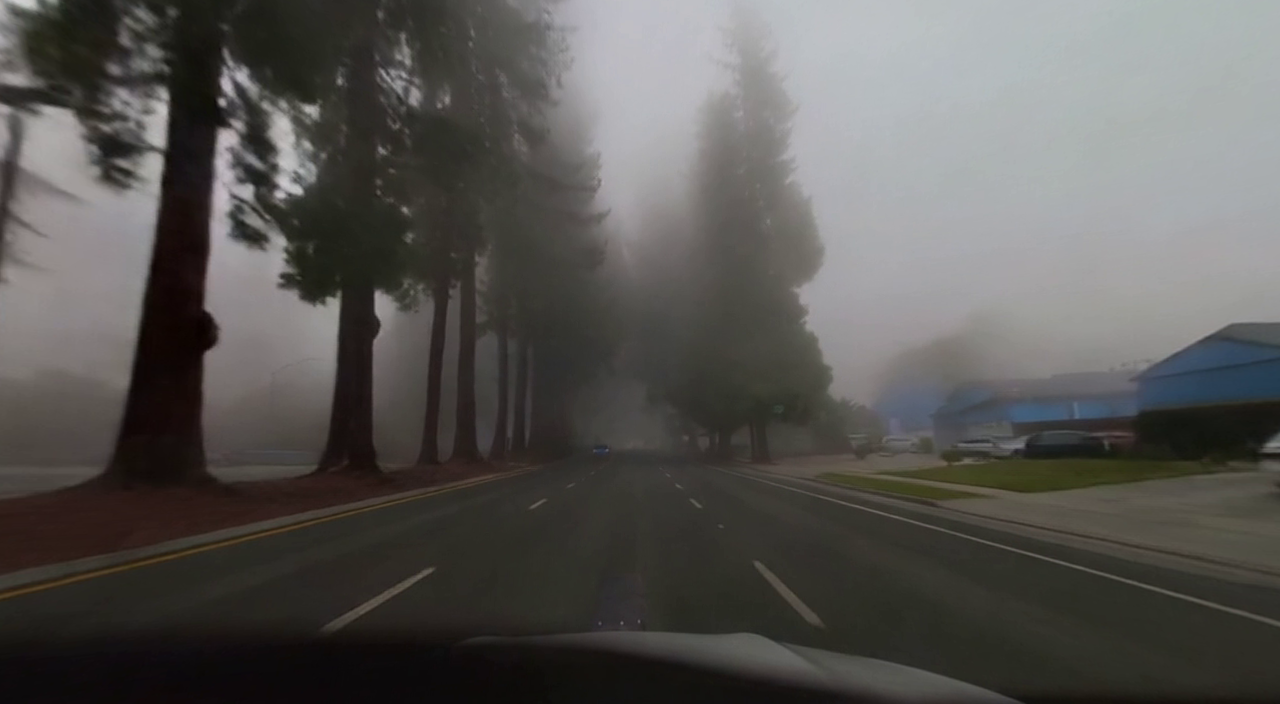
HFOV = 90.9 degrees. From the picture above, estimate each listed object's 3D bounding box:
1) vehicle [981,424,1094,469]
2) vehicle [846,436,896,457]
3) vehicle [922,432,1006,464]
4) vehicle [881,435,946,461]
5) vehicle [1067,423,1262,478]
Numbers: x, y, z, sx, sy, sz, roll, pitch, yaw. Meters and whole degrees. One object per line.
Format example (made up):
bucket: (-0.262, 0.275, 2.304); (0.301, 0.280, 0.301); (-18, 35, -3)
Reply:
vehicle: (16.471, 3.952, 26.433); (2.046, 1.714, 4.199); (0, -8, 2)
vehicle: (16.912, 6.949, 46.401); (1.825, 1.458, 4.689); (0, -9, -1)
vehicle: (16.559, 4.973, 32.545); (1.968, 1.511, 4.497); (0, -9, 0)
vehicle: (16.880, 5.974, 39.150); (1.804, 1.468, 4.699); (0, -9, -2)
vehicle: (16.110, 3.073, 19.828); (1.829, 1.505, 5.023); (0, -8, 0)
